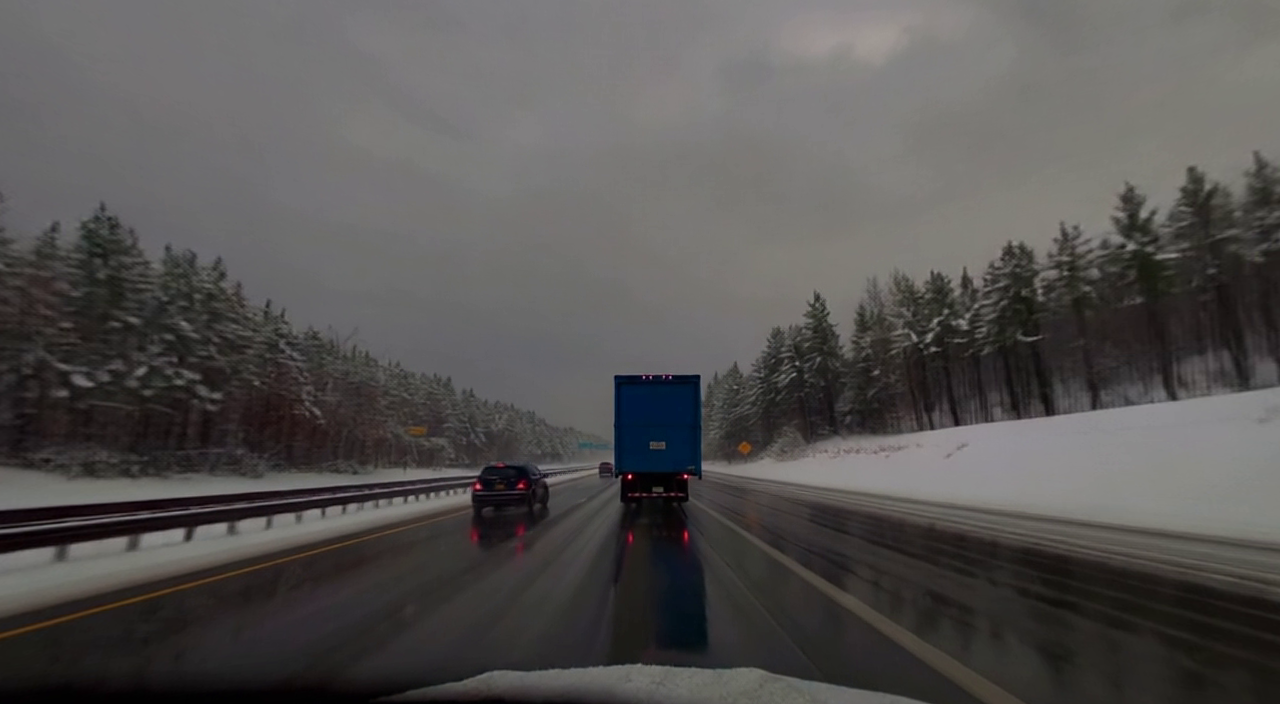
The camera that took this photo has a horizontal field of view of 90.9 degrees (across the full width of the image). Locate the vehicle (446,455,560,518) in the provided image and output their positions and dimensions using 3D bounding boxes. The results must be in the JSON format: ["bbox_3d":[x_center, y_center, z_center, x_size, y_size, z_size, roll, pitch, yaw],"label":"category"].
[{"bbox_3d":[-3.668,3.759,17.945,2.079,1.506,4.821,0,-10,1],"label":"vehicle"}]

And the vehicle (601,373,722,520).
[{"bbox_3d":[0.580,3.220,20.748,3.008,3.678,9.512,1,-10,0],"label":"vehicle"}]
